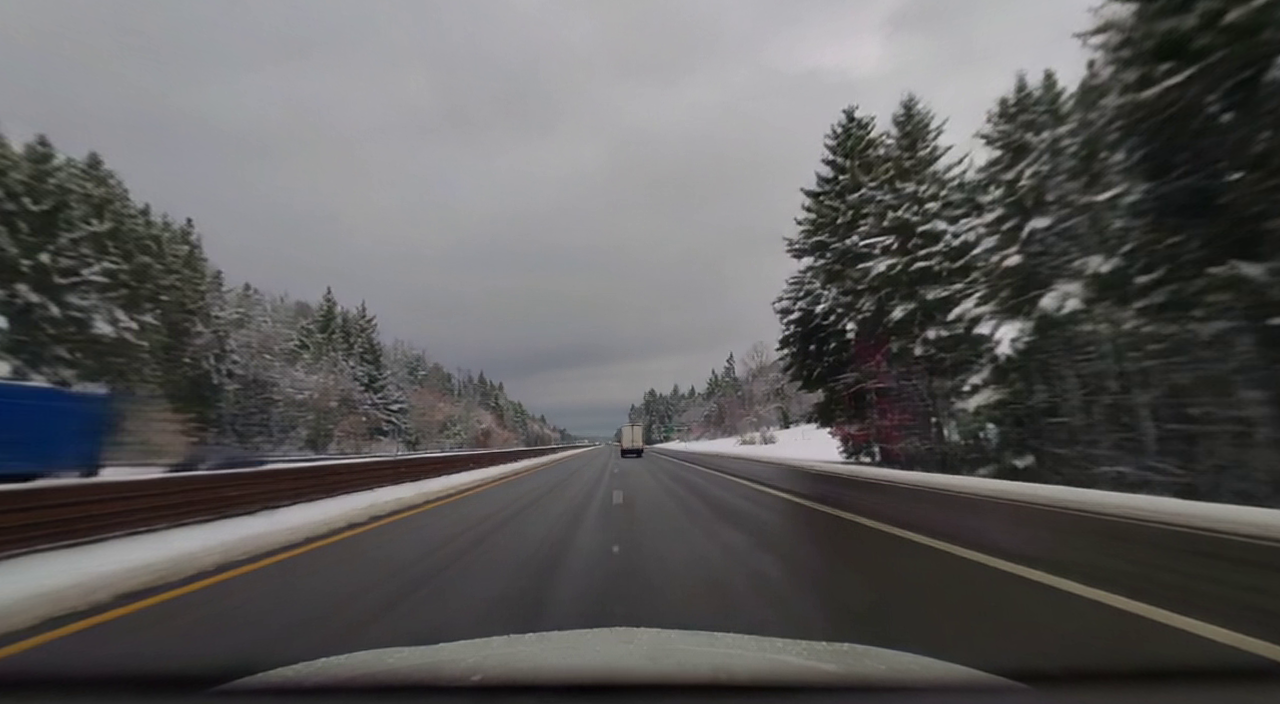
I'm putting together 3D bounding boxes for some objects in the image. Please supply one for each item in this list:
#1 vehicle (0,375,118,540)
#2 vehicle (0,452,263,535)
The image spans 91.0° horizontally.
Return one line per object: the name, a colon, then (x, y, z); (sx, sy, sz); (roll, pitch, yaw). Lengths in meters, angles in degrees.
vehicle: (-15.262, 1.984, 11.545); (2.767, 3.576, 10.408); (0, -8, -2)
vehicle: (-15.459, 3.919, 18.836); (2.738, 1.680, 9.650); (0, -8, -2)
